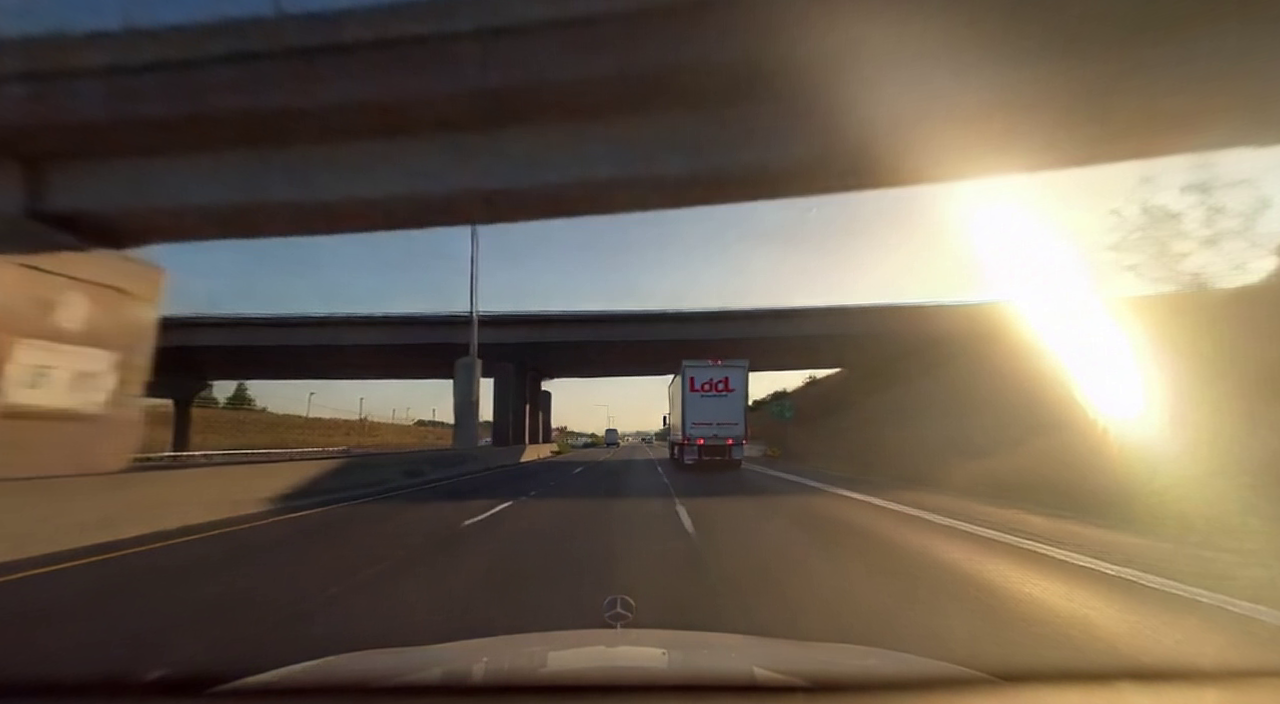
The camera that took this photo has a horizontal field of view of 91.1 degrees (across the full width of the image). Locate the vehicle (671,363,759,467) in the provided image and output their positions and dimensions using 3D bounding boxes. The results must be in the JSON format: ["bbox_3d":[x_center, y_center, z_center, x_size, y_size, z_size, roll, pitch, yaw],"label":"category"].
[{"bbox_3d":[3.380,3.550,32.877,3.034,4.194,14.704,0,-8,1],"label":"vehicle"}]
